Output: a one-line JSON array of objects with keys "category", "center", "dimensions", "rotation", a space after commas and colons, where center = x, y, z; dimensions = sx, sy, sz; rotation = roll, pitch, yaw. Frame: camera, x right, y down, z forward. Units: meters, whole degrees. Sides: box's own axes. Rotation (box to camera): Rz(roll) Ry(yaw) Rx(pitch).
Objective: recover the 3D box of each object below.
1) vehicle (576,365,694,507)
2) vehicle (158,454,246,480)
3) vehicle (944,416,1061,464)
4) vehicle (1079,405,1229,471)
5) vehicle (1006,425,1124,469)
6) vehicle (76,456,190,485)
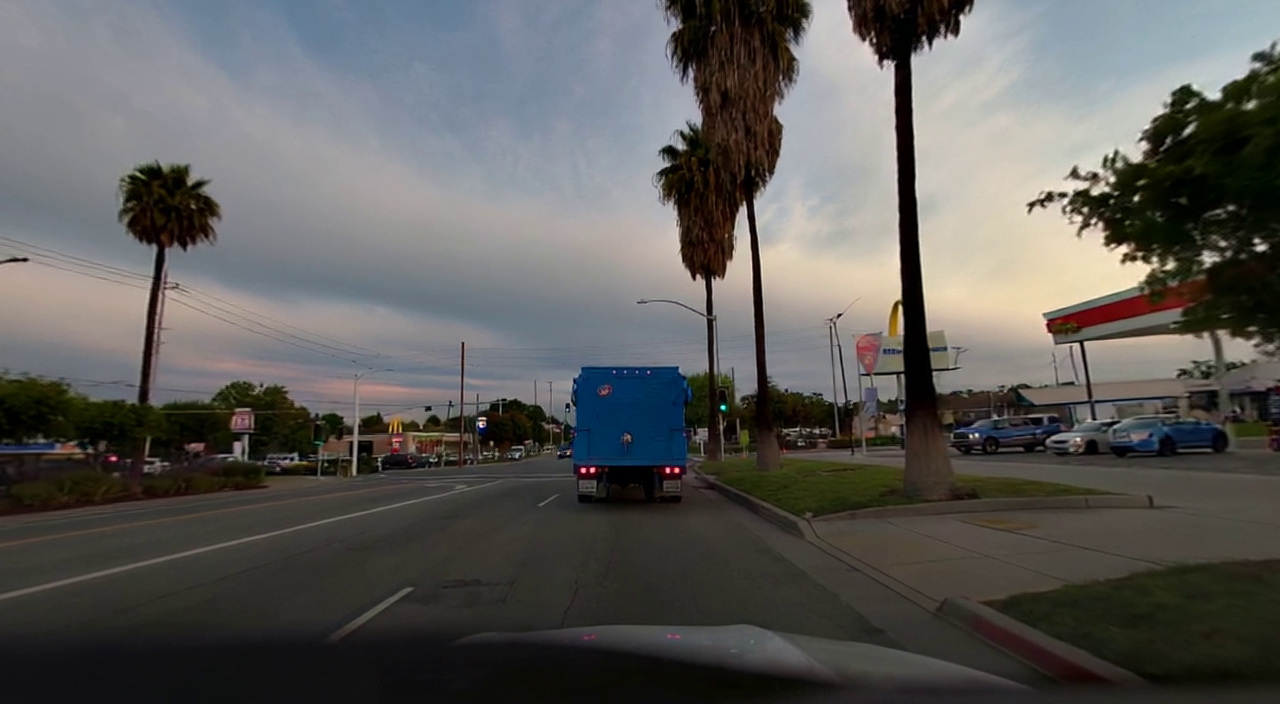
[{"category": "vehicle", "center": [-0.088, 2.161, 16.363], "dimensions": [2.463, 2.954, 5.938], "rotation": [1, -8, 0]}, {"category": "vehicle", "center": [-27.994, 7.337, 40.549], "dimensions": [4.303, 1.567, 2.021], "rotation": [5, -10, -28]}, {"category": "vehicle", "center": [15.974, 3.885, 27.780], "dimensions": [5.078, 1.937, 2.326], "rotation": [6, -10, -34]}, {"category": "vehicle", "center": [15.756, 2.618, 19.323], "dimensions": [4.472, 1.730, 1.939], "rotation": [2, -10, -31]}, {"category": "vehicle", "center": [15.266, 3.385, 22.649], "dimensions": [4.105, 1.433, 1.931], "rotation": [5, -10, -33]}, {"category": "vehicle", "center": [-27.639, 6.466, 34.659], "dimensions": [4.493, 1.453, 1.912], "rotation": [4, -9, -27]}]
